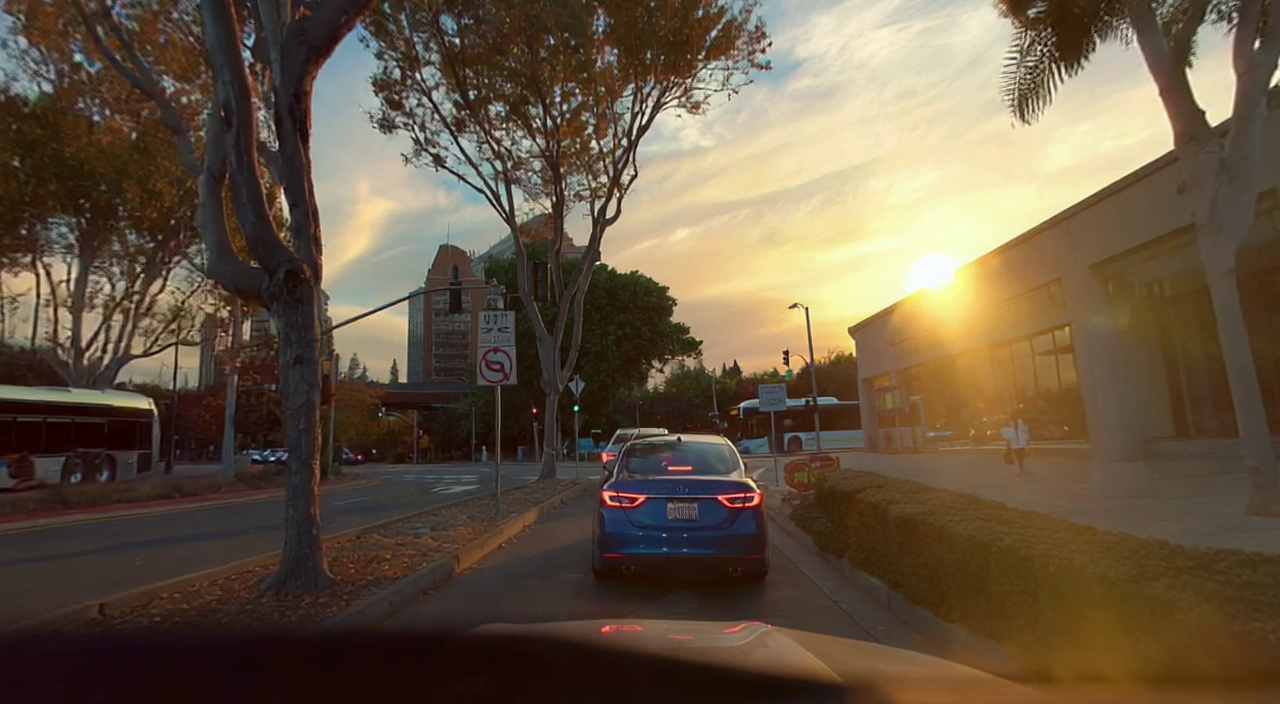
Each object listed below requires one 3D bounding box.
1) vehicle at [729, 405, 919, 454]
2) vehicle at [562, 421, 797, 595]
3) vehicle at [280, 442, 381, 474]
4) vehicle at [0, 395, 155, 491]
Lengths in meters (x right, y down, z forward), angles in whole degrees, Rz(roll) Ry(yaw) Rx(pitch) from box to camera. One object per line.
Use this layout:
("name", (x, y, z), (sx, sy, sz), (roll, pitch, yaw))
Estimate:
("vehicle", (14.082, 6.073, 49.293), (13.811, 3.706, 2.997), (0, -9, 0))
("vehicle", (0.374, 1.626, 7.384), (2.006, 1.470, 3.799), (0, -8, 1))
("vehicle", (-17.208, 5.899, 35.306), (1.892, 1.645, 4.561), (-7, -11, 39))
("vehicle", (-25.950, 3.645, 25.324), (2.692, 3.685, 10.153), (-3, -9, 20))
